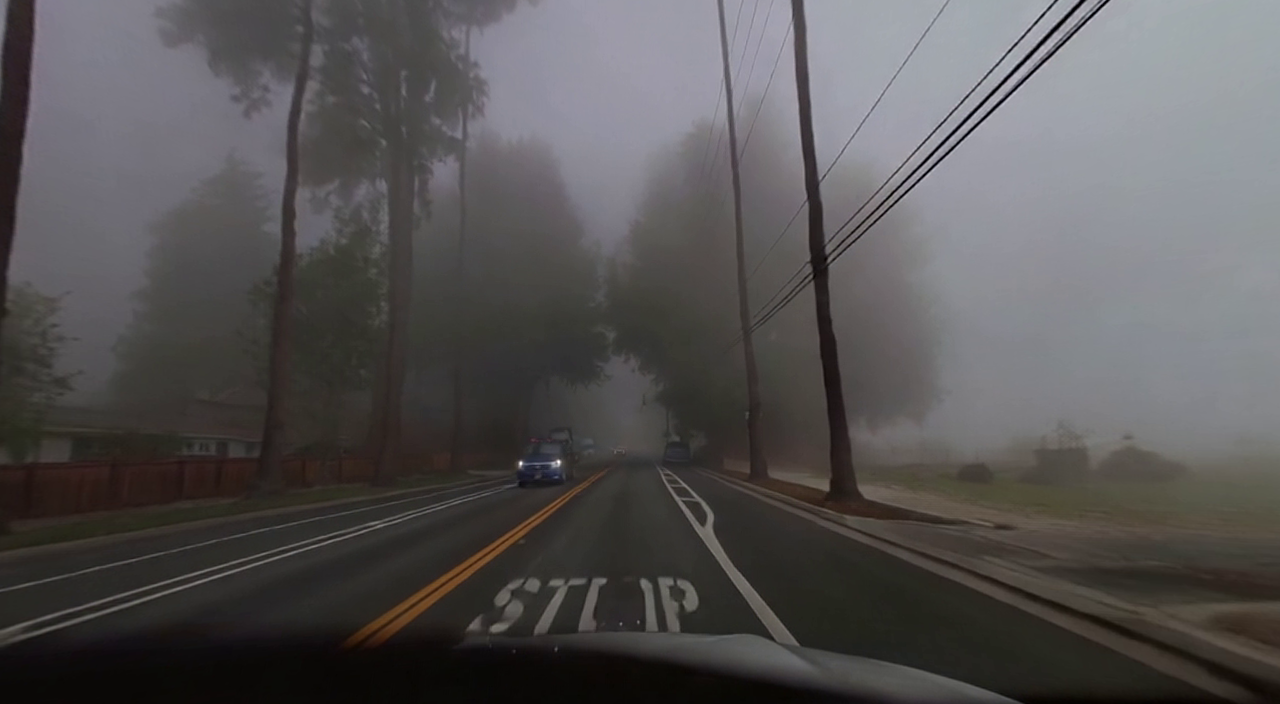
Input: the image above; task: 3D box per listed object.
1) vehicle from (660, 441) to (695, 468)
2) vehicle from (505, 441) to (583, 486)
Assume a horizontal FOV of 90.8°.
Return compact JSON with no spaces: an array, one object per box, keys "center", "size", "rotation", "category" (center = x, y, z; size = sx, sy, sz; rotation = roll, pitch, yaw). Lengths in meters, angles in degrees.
[{"center":[2.659,7.382,45.852],"size":[2.168,1.851,4.861],"rotation":[0,-8,-1],"category":"vehicle"},{"center":[-3.821,4.575,26.388],"size":[2.336,1.669,5.581],"rotation":[0,-8,1],"category":"vehicle"}]
